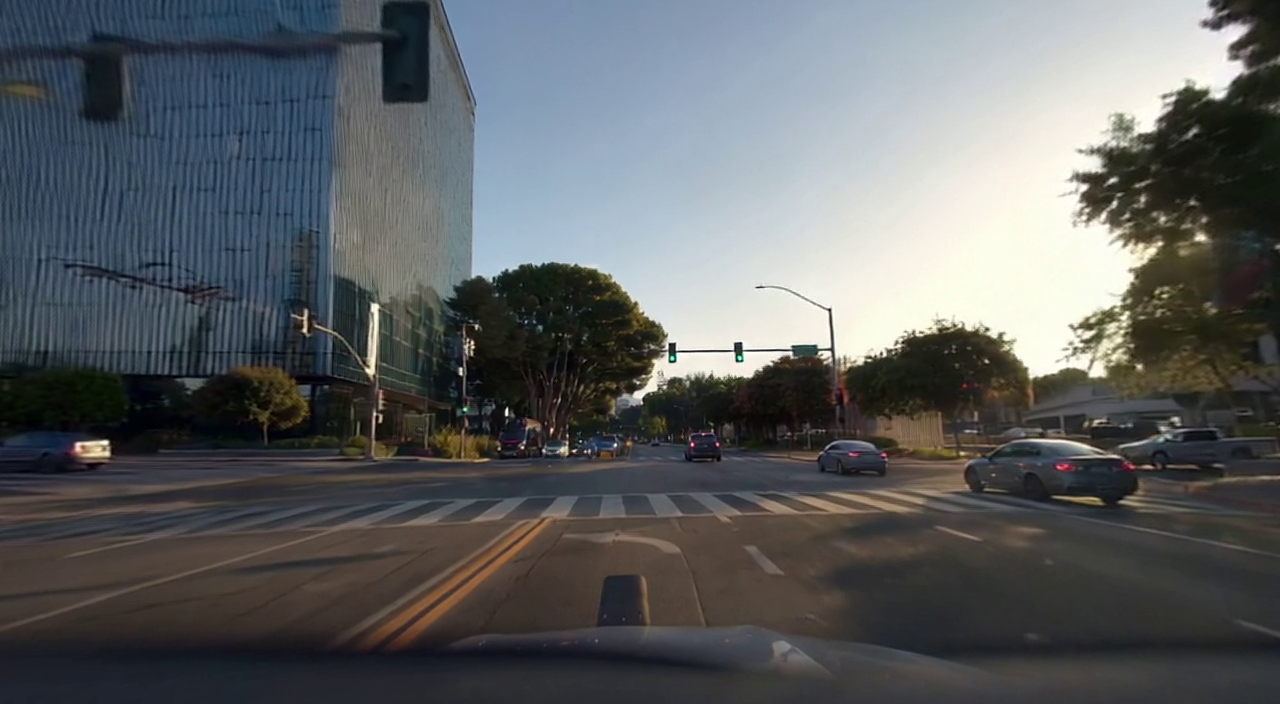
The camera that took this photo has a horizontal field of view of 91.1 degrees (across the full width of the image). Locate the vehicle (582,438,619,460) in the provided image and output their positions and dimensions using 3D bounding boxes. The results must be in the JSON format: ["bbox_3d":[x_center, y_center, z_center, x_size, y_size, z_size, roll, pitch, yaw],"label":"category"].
[{"bbox_3d":[-2.688,6.820,44.074,2.147,1.481,4.331,0,-9,2],"label":"vehicle"}]

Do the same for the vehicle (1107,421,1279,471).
[{"bbox_3d":[23.996,4.026,26.748,6.170,1.978,2.399,0,-10,0],"label":"vehicle"}]

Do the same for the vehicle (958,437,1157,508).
[{"bbox_3d":[9.877,2.857,15.376,1.896,1.463,4.296,0,-9,0],"label":"vehicle"}]

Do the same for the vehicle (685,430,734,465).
[{"bbox_3d":[3.713,5.237,34.392,2.203,1.801,4.331,0,-9,0],"label":"vehicle"}]

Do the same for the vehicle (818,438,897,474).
[{"bbox_3d":[9.496,4.573,27.793,1.860,1.460,4.379,0,-9,-1],"label":"vehicle"}]

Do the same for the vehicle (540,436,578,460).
[{"bbox_3d":[-6.039,7.268,47.438,2.182,1.677,4.384,0,-9,2],"label":"vehicle"}]

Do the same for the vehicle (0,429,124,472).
[{"bbox_3d":[-22.945,3.745,23.868,4.856,1.528,2.053,-1,-9,1],"label":"vehicle"}]
